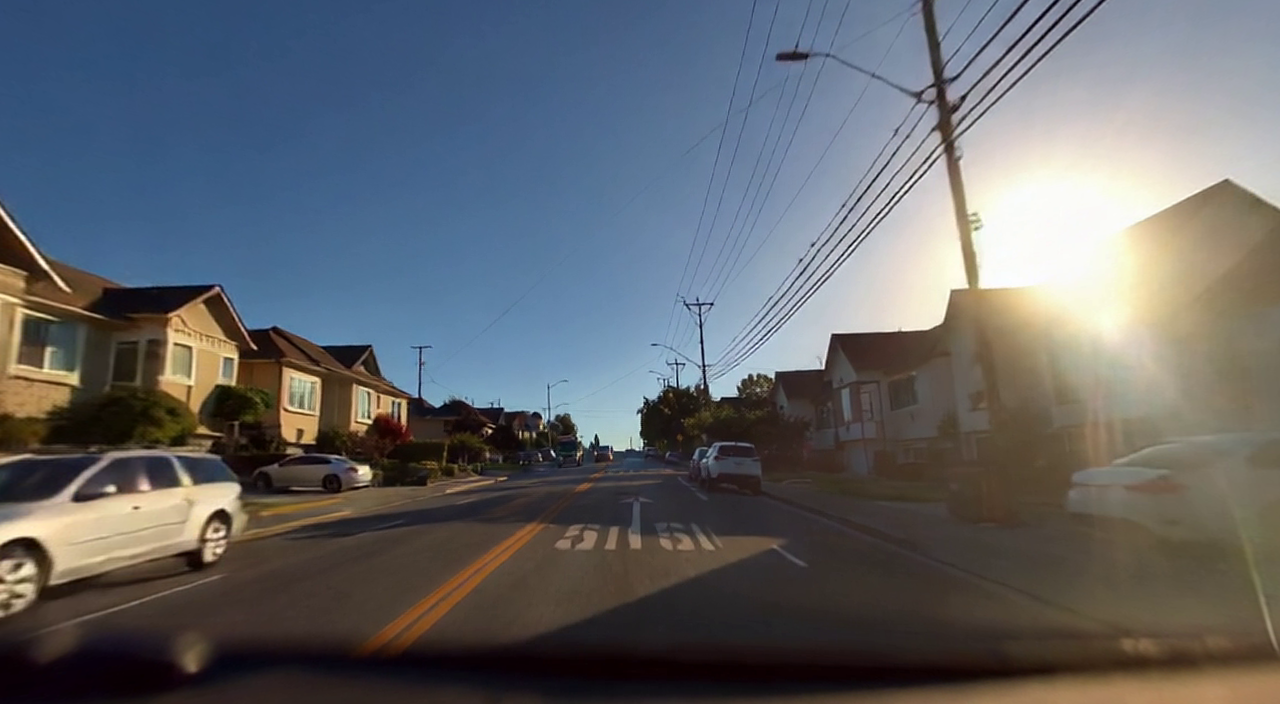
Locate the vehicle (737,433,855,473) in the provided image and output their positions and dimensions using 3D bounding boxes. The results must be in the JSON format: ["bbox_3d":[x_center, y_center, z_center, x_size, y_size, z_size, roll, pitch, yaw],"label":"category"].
[{"bbox_3d":[7.646,5.013,31.381,5.288,1.871,2.148,0,-8,1],"label":"vehicle"}]

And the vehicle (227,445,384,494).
[{"bbox_3d":[-11.898,4.193,22.720,4.480,1.665,1.930,0,-8,-1],"label":"vehicle"}]

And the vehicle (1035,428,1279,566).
[{"bbox_3d":[7.869,1.704,7.831,4.511,1.438,2.116,0,-8,-1],"label":"vehicle"}]

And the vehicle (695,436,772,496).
[{"bbox_3d":[3.007,3.757,21.124,1.945,1.792,3.903,0,-8,-1],"label":"vehicle"}]

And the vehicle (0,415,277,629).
[{"bbox_3d":[-6.373,1.753,7.024,2.056,1.741,4.532,-2,-10,-1],"label":"vehicle"}]
